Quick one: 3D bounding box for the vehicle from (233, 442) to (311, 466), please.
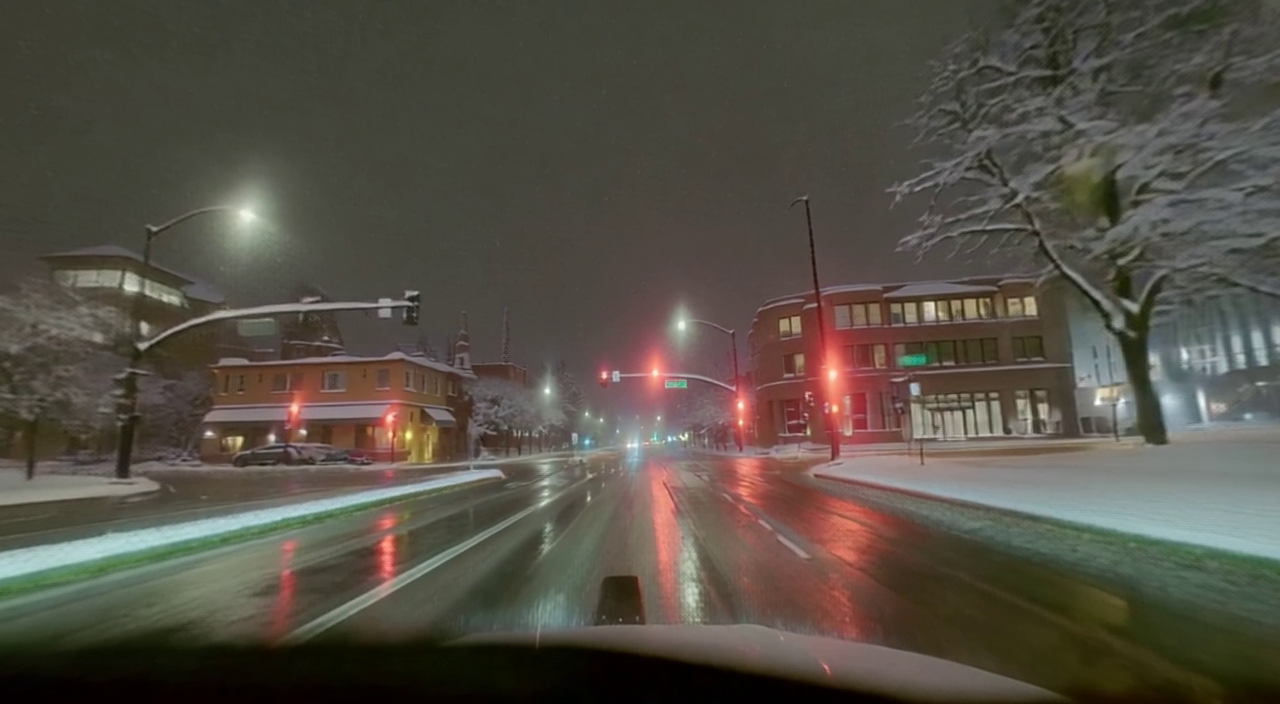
[{"bbox_3d":[-27.913,7.745,47.900,4.603,1.666,1.972,0,-8,-4],"label":"vehicle"}]
